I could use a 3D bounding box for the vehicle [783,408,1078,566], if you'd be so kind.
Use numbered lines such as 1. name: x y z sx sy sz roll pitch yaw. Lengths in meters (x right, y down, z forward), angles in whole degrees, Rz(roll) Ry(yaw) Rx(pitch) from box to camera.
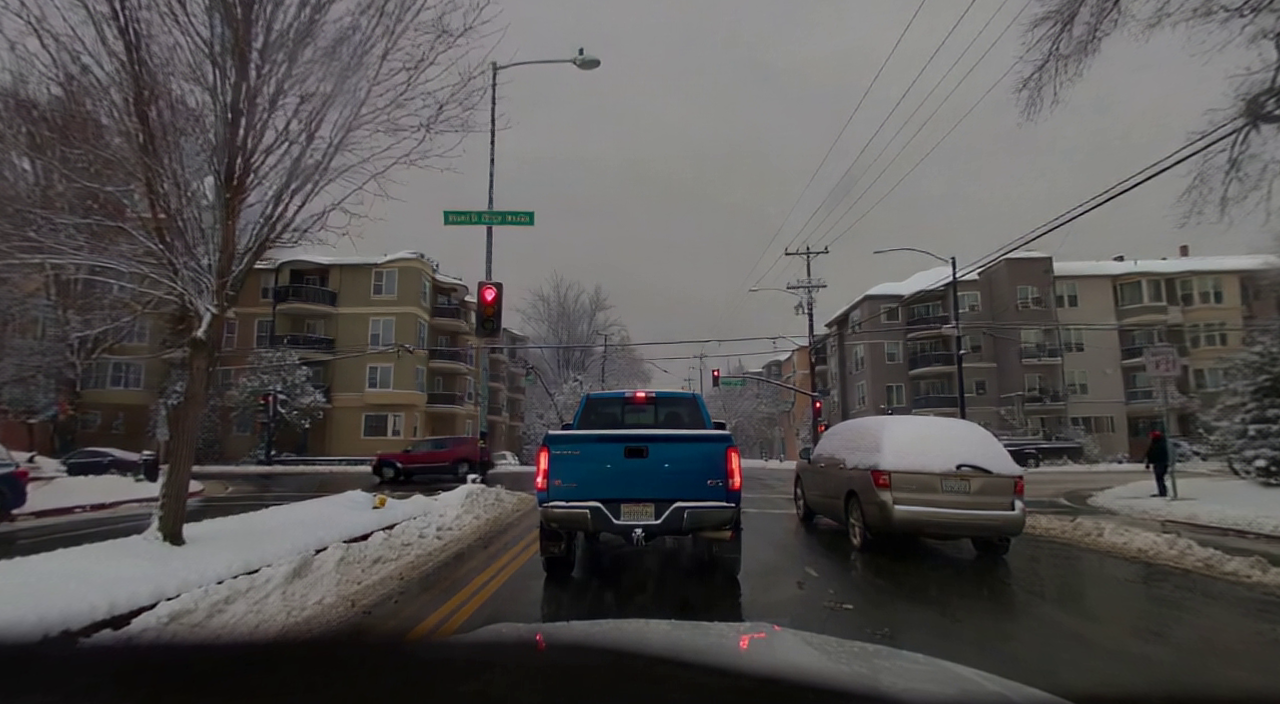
1. vehicle: 3.837 1.877 9.561 2.131 1.759 4.762 0 -8 -1

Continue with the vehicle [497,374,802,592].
1. vehicle: 0.116 1.553 8.300 2.738 1.959 5.070 0 -8 1

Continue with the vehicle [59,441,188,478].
1. vehicle: -24.859 5.171 30.443 4.563 1.692 1.778 0 -8 -1

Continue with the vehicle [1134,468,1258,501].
1. vehicle: 26.361 6.282 30.001 4.071 1.388 1.884 0 -8 1

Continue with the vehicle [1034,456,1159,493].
1. vehicle: 21.741 5.831 30.151 4.498 1.618 1.843 0 -9 0

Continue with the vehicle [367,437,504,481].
1. vehicle: -8.500 4.480 26.583 5.043 1.766 1.980 0 -8 0
